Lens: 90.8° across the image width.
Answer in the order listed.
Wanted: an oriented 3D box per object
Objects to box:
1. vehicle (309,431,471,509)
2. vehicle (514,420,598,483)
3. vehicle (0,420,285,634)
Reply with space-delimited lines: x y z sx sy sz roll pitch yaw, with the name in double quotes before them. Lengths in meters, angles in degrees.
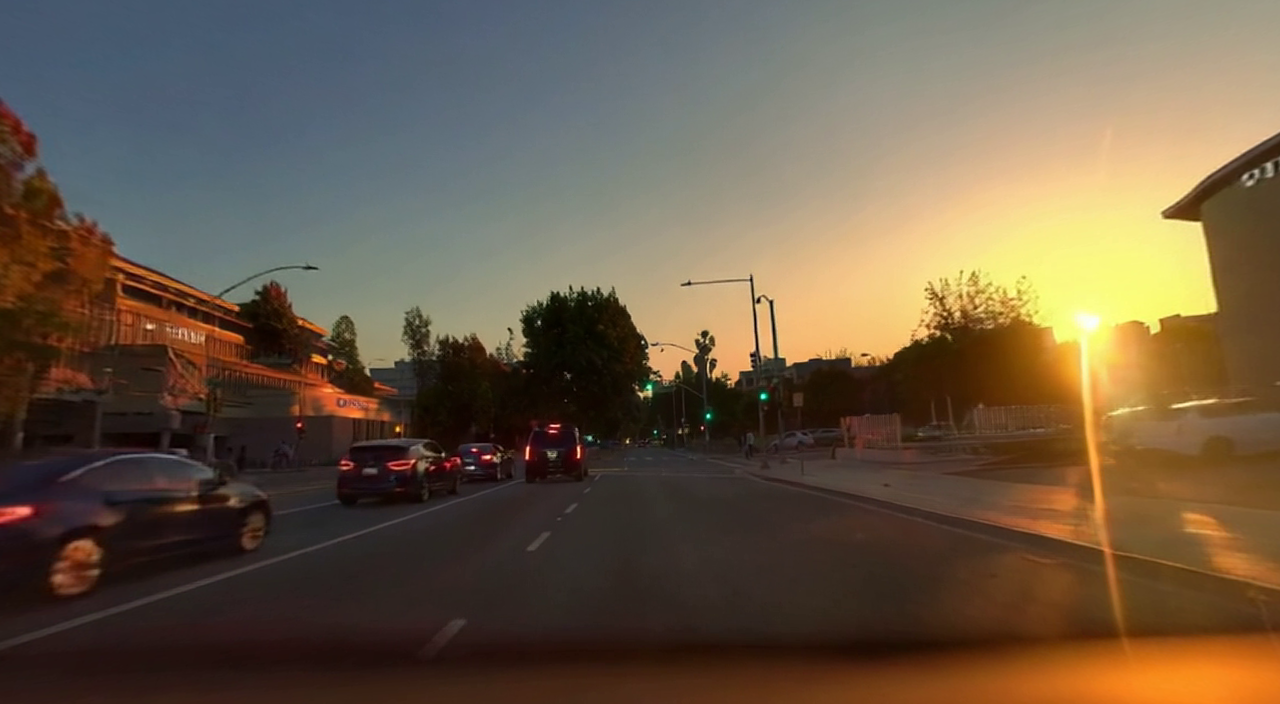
"vehicle" -6.024 2.884 15.983 2.228 1.652 4.593 0 -8 0
"vehicle" -3.074 3.812 24.495 2.496 2.155 5.468 0 -8 0
"vehicle" -5.692 1.566 6.567 1.889 1.572 3.599 0 -8 0
